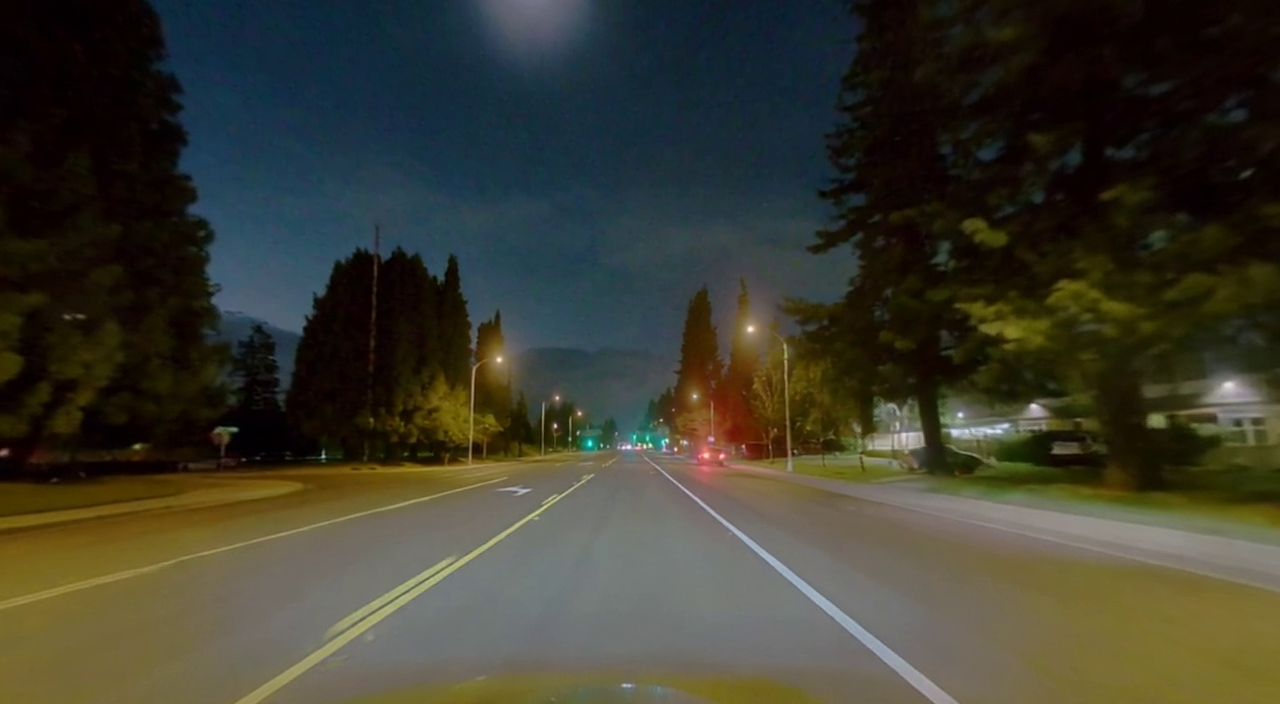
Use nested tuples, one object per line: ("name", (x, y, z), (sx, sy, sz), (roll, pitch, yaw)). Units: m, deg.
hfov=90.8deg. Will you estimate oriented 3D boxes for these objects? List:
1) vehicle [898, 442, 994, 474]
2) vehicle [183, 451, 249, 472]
("vehicle", (15.090, 5.257, 31.293), (3.709, 1.509, 1.873), (0, -9, -1))
("vehicle", (-32.198, 8.279, 48.149), (1.866, 1.469, 4.473), (0, -9, 0))
